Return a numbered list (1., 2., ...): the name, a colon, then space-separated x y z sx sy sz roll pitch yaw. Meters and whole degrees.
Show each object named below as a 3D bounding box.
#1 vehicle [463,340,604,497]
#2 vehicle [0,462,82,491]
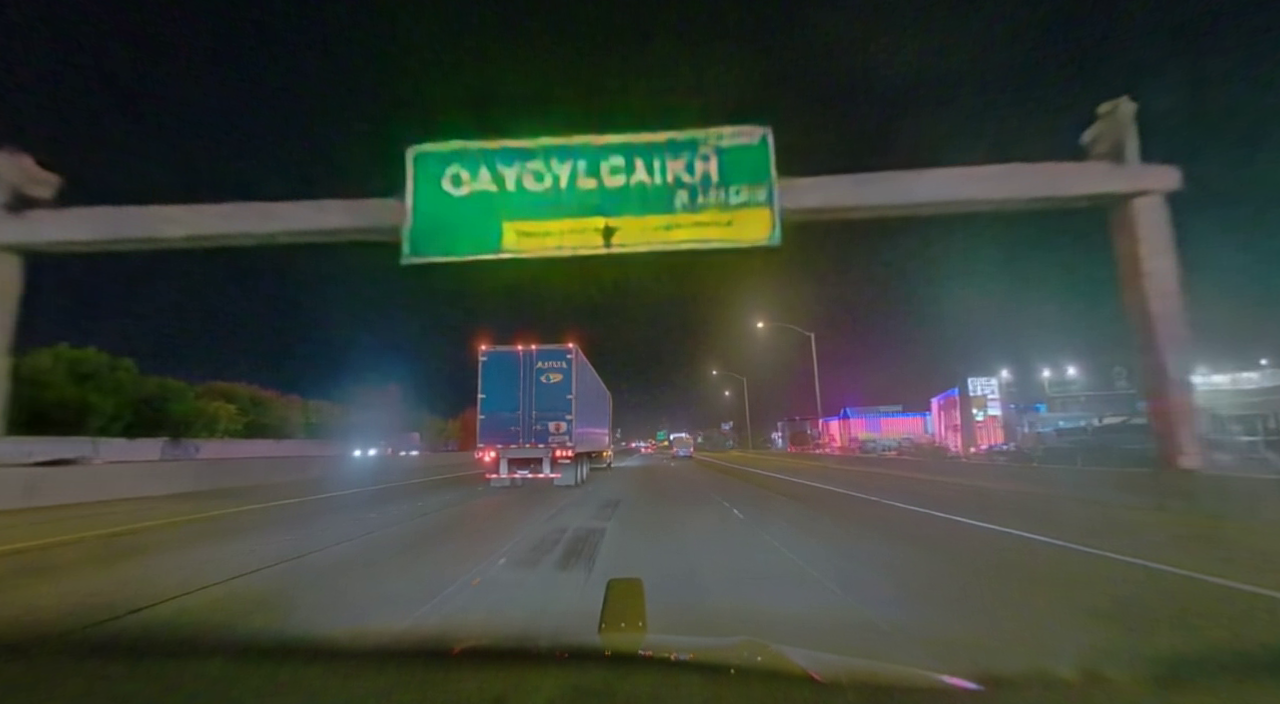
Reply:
1. vehicle: -3.030 2.279 20.912 2.977 4.048 8.890 -1 -7 1
2. vehicle: -35.919 7.341 37.432 1.687 1.430 4.239 0 -8 1
